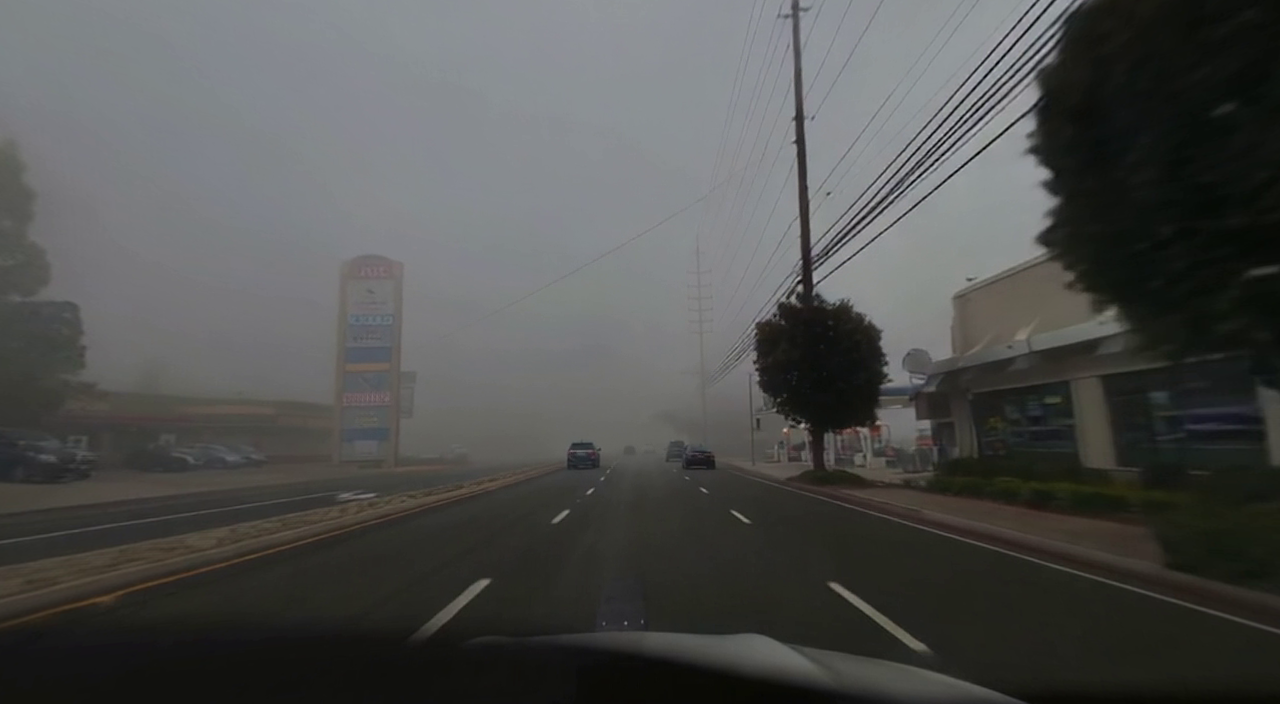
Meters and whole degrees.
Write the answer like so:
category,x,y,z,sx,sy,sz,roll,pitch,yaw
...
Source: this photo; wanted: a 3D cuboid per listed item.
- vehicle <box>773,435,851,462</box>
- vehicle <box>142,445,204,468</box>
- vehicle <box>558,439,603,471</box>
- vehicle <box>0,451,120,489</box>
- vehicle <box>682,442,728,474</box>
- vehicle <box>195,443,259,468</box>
category,x,y,z,sx,sy,sz,roll,pitch,yaw
vehicle,12.179,6.859,44.751,4.832,1.813,2.170,1,-9,-6
vehicle,-34.521,7.749,46.714,1.923,1.597,4.127,1,-9,-9
vehicle,-3.234,5.690,35.070,2.047,1.664,4.148,0,-9,0
vehicle,-26.040,5.250,28.349,1.823,1.412,4.255,-1,-8,-4
vehicle,3.343,5.544,33.141,1.978,1.455,4.195,2,-9,0
vehicle,-31.228,7.839,47.817,1.859,1.704,4.366,-1,-9,-1
